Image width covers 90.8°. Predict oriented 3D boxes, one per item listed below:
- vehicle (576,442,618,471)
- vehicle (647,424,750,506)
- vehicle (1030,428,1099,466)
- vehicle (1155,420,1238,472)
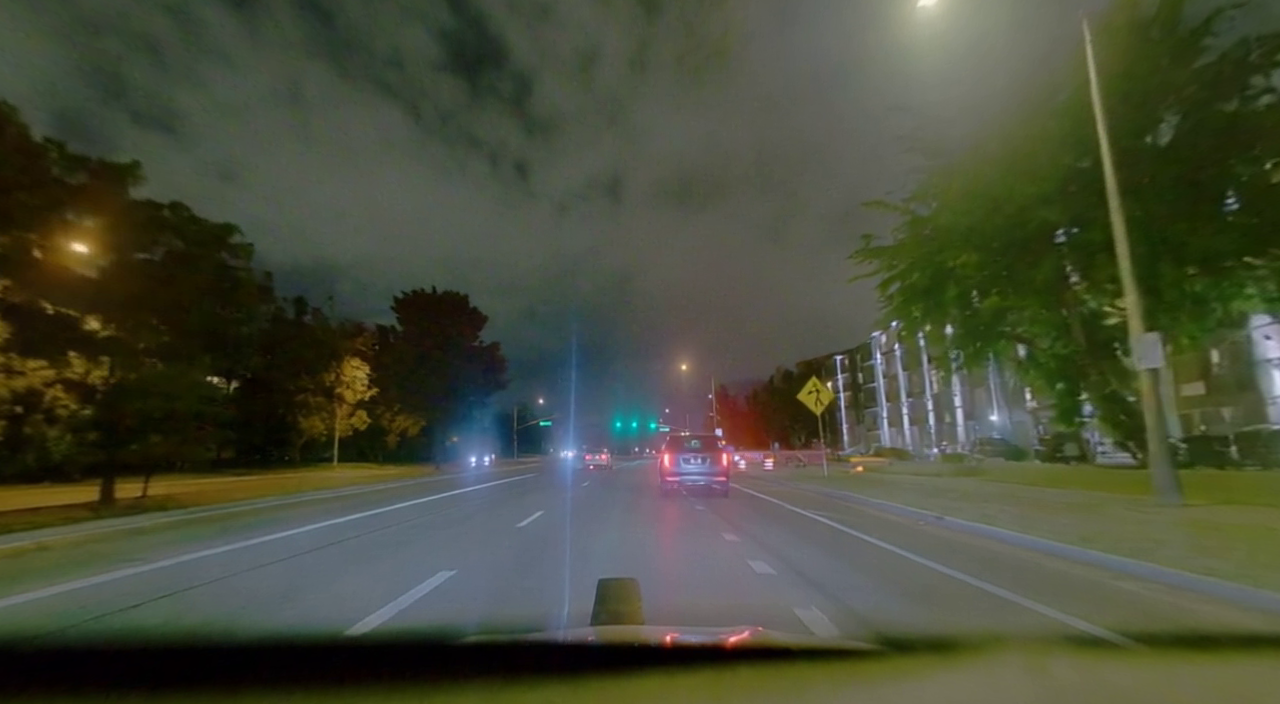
[{"bbox_3d":[-2.519,6.236,37.919,2.121,1.654,3.993,0,-8,1],"label":"vehicle"},{"bbox_3d":[1.350,2.884,16.560,2.197,1.835,4.316,0,-8,-1],"label":"vehicle"},{"bbox_3d":[20.209,4.510,29.990,1.926,1.680,4.410,-8,-11,42],"label":"vehicle"},{"bbox_3d":[20.396,3.434,23.086,1.960,1.678,4.435,-8,-11,43],"label":"vehicle"}]
